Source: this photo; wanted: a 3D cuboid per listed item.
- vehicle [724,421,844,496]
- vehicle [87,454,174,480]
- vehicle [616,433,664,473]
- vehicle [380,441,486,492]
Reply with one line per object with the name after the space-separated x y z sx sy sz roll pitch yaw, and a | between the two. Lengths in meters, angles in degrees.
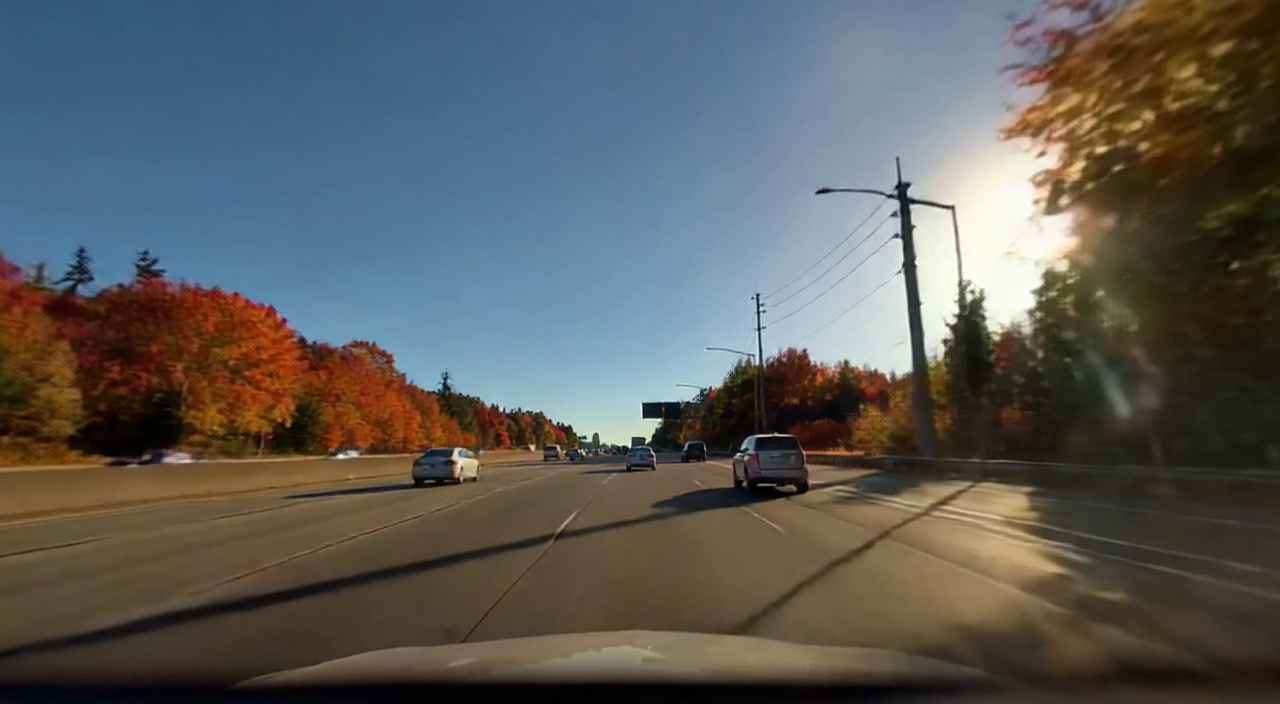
4.239 3.285 19.763 2.388 1.998 5.749 0 -9 0 | vehicle
-33.284 7.484 41.295 1.831 1.534 4.613 0 -9 0 | vehicle
0.032 5.402 33.745 2.372 1.957 5.121 0 -9 1 | vehicle
-6.884 3.835 21.523 2.014 1.526 4.577 0 -9 1 | vehicle
